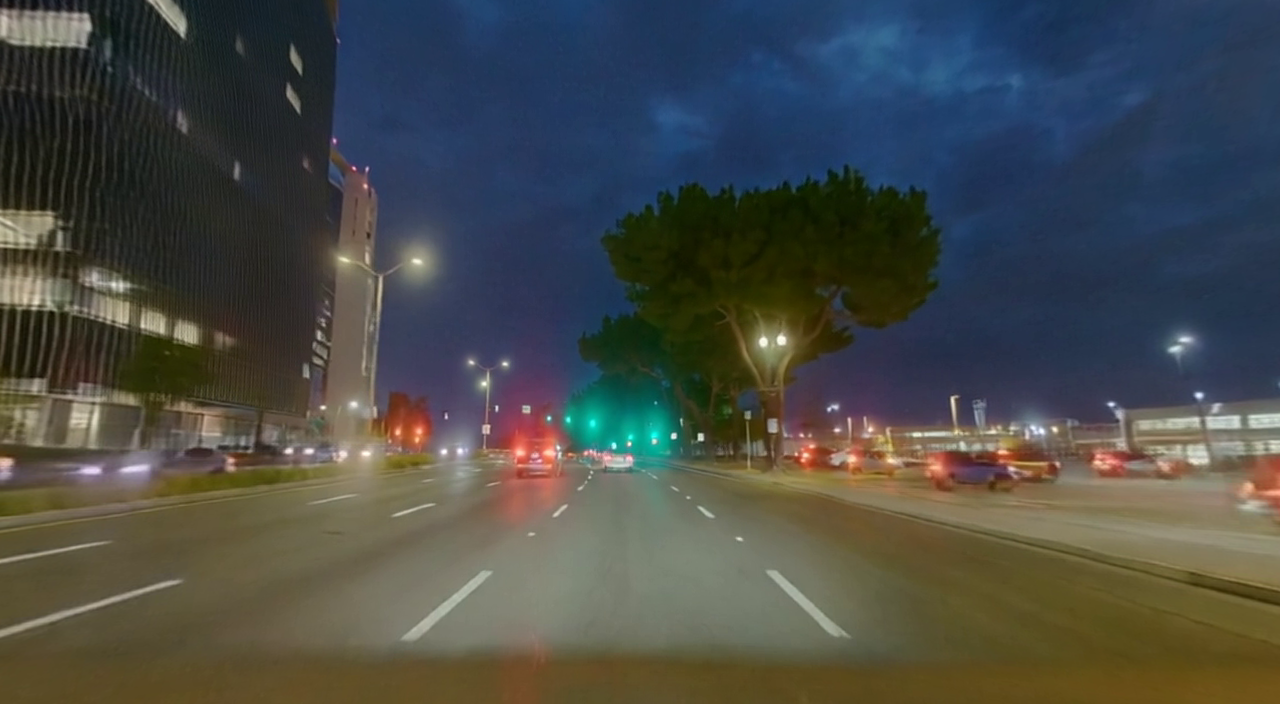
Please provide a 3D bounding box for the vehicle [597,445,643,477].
[{"bbox_3d":[-1.007,5.152,30.108,2.050,1.385,4.096,1,-8,-3],"label":"vehicle"}]

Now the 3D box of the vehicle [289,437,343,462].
[{"bbox_3d":[-23.443,7.060,45.837,1.849,1.657,4.360,1,-8,-5],"label":"vehicle"}]

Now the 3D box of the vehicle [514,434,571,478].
[{"bbox_3d":[-4.270,4.647,28.430,2.001,1.784,4.483,1,-8,-2],"label":"vehicle"}]

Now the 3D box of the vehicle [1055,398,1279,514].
[{"bbox_3d":[20.393,3.239,20.457,2.924,3.405,15.125,-3,-6,-3],"label":"vehicle"}]

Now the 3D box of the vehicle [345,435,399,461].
[{"bbox_3d":[-19.832,7.154,47.016,2.087,1.788,4.999,1,-8,-4],"label":"vehicle"}]

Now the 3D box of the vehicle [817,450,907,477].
[{"bbox_3d":[12.715,6.384,36.343,4.470,1.429,1.878,0,-7,1],"label":"vehicle"}]

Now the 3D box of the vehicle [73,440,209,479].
[{"bbox_3d":[-18.493,3.984,23.718,1.605,1.292,4.497,1,-8,-3],"label":"vehicle"}]

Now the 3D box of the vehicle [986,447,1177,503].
[{"bbox_3d":[13.628,3.819,19.745,4.489,1.652,1.783,-1,-10,3],"label":"vehicle"}]

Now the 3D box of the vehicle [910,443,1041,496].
[{"bbox_3d":[12.964,4.535,24.562,3.965,1.702,1.817,-3,-7,0],"label":"vehicle"}]
